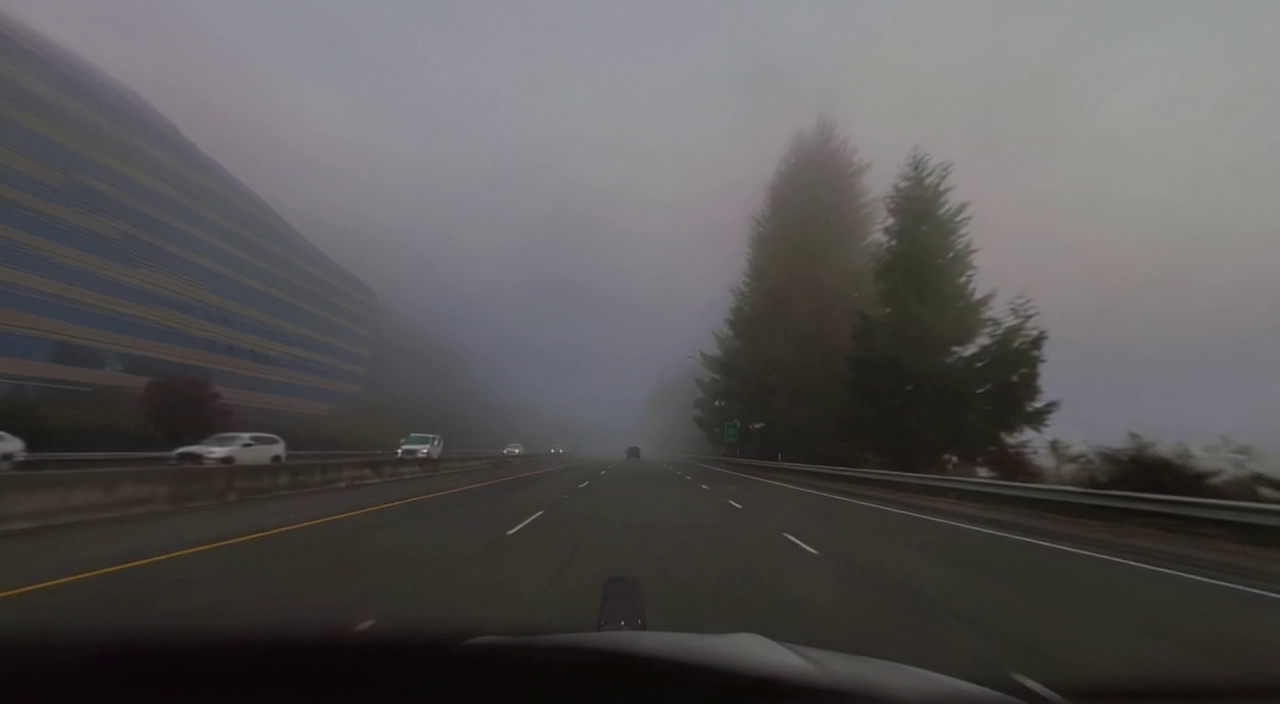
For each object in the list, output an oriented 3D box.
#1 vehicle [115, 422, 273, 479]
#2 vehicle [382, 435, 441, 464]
[{"bbox_3d":[-14.339,3.232,20.663,1.922,1.655,4.410,0,-9,0],"label":"vehicle"},{"bbox_3d":[-15.081,6.494,41.906,1.979,1.744,5.006,0,-9,0],"label":"vehicle"}]
